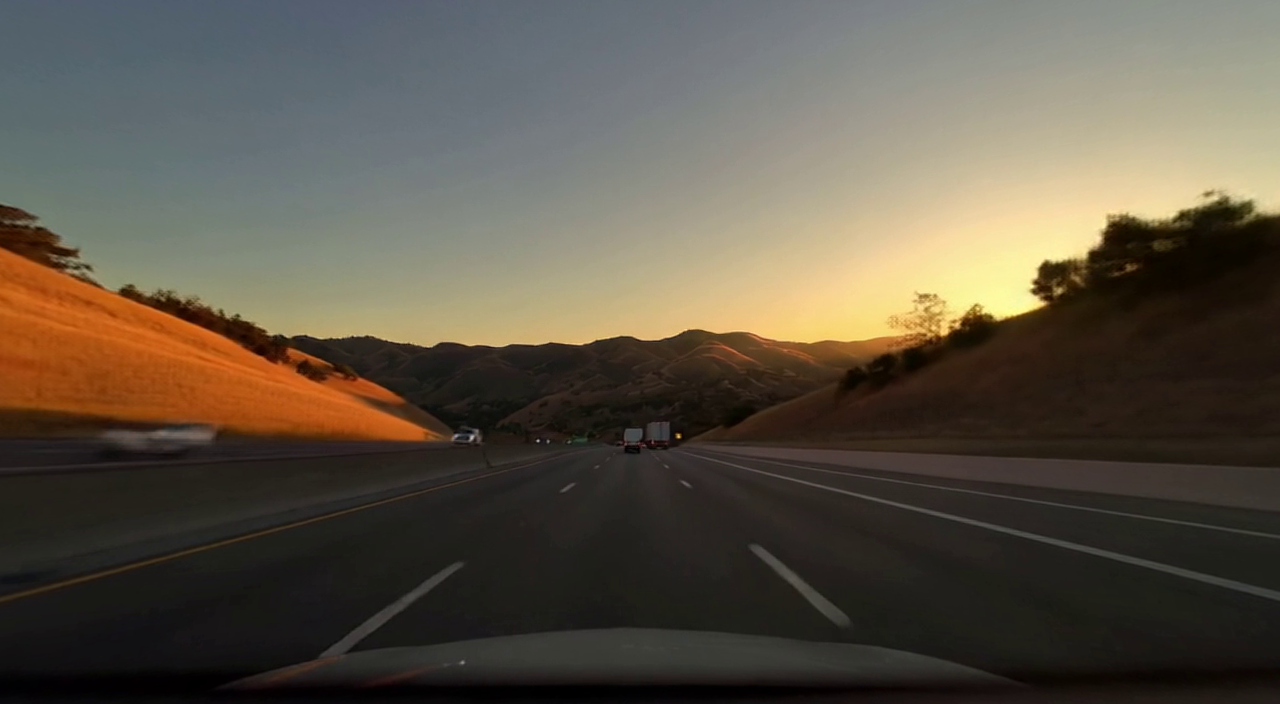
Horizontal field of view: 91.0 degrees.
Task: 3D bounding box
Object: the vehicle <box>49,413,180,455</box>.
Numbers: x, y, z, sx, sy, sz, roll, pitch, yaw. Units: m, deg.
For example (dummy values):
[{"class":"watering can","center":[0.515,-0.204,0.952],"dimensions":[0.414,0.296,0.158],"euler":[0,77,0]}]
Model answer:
[{"class":"vehicle","center":[-20.535,3.239,24.820],"dimensions":[1.851,1.510,3.810],"euler":[0,-8,0]}]
